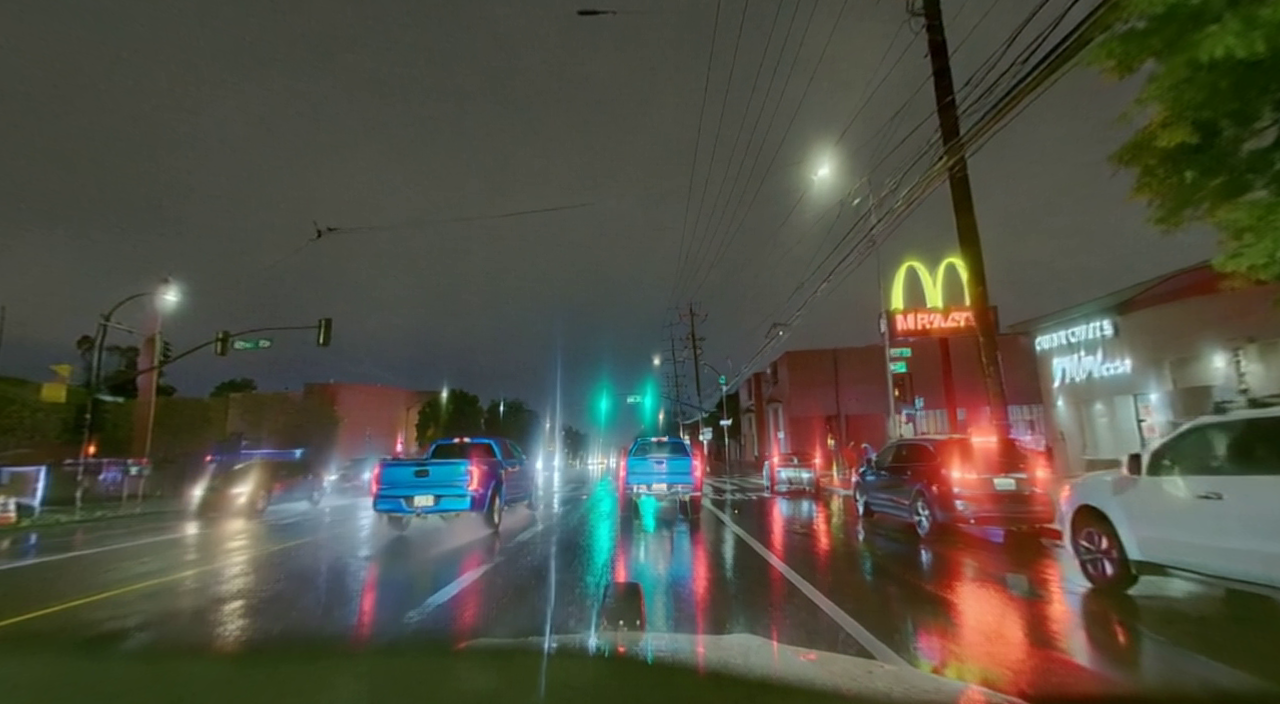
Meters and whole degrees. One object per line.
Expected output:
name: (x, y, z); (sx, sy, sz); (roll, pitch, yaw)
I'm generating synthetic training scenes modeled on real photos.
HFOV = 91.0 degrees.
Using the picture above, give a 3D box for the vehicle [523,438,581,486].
vehicle: (-5.810, 7.358, 42.699); (2.619, 2.948, 7.193); (0, -9, 2)

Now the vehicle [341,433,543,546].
vehicle: (-3.144, 2.280, 11.210); (1.995, 1.554, 4.618); (0, -8, 1)

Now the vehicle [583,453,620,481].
vehicle: (-2.681, 8.187, 45.020); (2.140, 1.768, 5.092); (0, -9, 2)

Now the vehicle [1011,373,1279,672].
vehicle: (4.877, 1.074, 4.064); (2.007, 1.786, 4.870); (0, -8, 1)

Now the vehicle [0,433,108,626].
vehicle: (-6.219, 1.251, 3.850); (1.994, 1.551, 4.414); (0, -8, 1)

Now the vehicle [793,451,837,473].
vehicle: (13.435, 8.495, 48.646); (2.075, 1.556, 4.585); (0, -9, 0)

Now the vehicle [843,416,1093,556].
vehicle: (5.098, 2.122, 10.727); (1.974, 1.823, 4.576); (0, -9, 3)

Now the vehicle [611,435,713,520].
vehicle: (0.710, 2.928, 15.345); (2.089, 1.699, 4.650); (-1, -9, 7)

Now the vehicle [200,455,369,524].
vehicle: (-9.392, 3.629, 17.185); (1.918, 1.522, 4.486); (0, -8, 1)
